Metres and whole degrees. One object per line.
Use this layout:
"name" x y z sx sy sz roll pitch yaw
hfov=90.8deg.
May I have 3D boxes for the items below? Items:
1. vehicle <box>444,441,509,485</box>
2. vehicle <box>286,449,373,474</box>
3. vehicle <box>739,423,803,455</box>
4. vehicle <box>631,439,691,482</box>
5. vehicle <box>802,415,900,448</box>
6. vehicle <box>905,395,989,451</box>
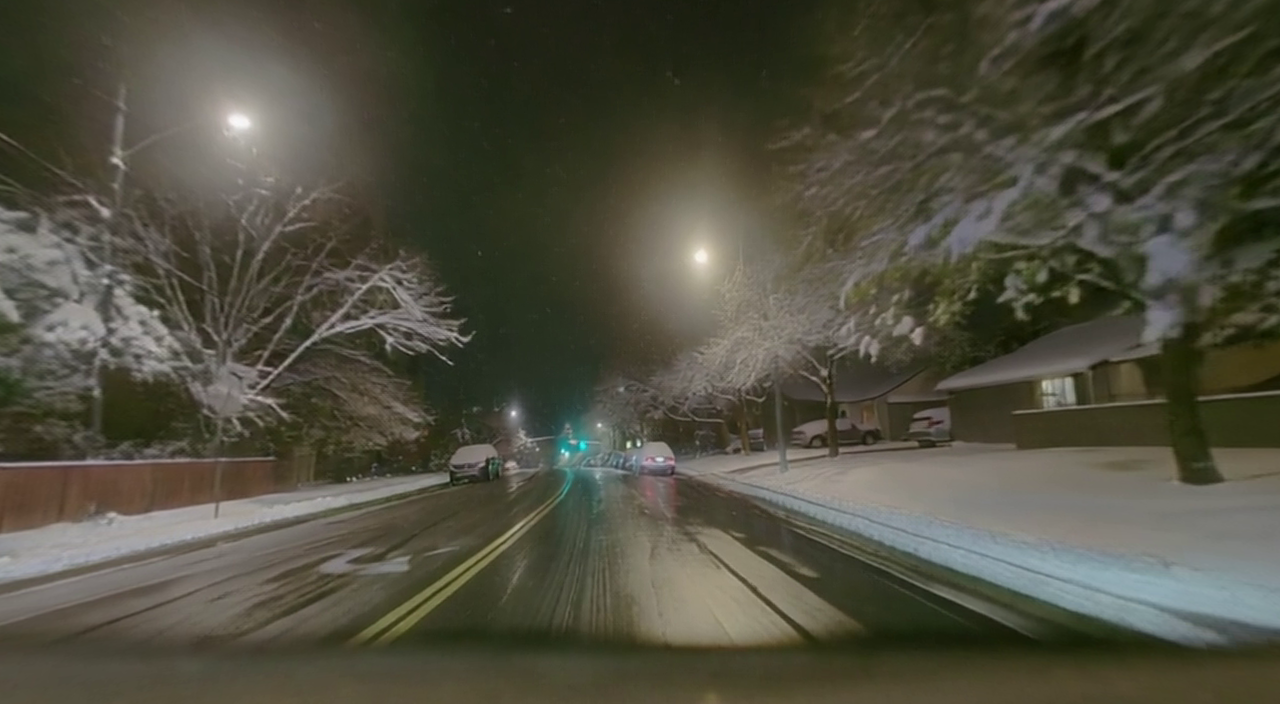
"vehicle" -7.368 4.989 28.979 2.155 1.729 4.799 0 -7 -6
"vehicle" -18.956 6.679 38.611 4.527 1.466 1.880 -2 -9 11
"vehicle" 8.308 5.512 39.890 2.100 1.857 4.611 -7 -10 37
"vehicle" 0.911 5.077 30.003 2.229 1.826 4.611 0 -8 -6
"vehicle" 11.202 4.294 33.825 4.639 1.634 2.005 -2 -8 10
"vehicle" 11.139 2.704 23.263 1.880 1.626 4.495 -2 -12 15
